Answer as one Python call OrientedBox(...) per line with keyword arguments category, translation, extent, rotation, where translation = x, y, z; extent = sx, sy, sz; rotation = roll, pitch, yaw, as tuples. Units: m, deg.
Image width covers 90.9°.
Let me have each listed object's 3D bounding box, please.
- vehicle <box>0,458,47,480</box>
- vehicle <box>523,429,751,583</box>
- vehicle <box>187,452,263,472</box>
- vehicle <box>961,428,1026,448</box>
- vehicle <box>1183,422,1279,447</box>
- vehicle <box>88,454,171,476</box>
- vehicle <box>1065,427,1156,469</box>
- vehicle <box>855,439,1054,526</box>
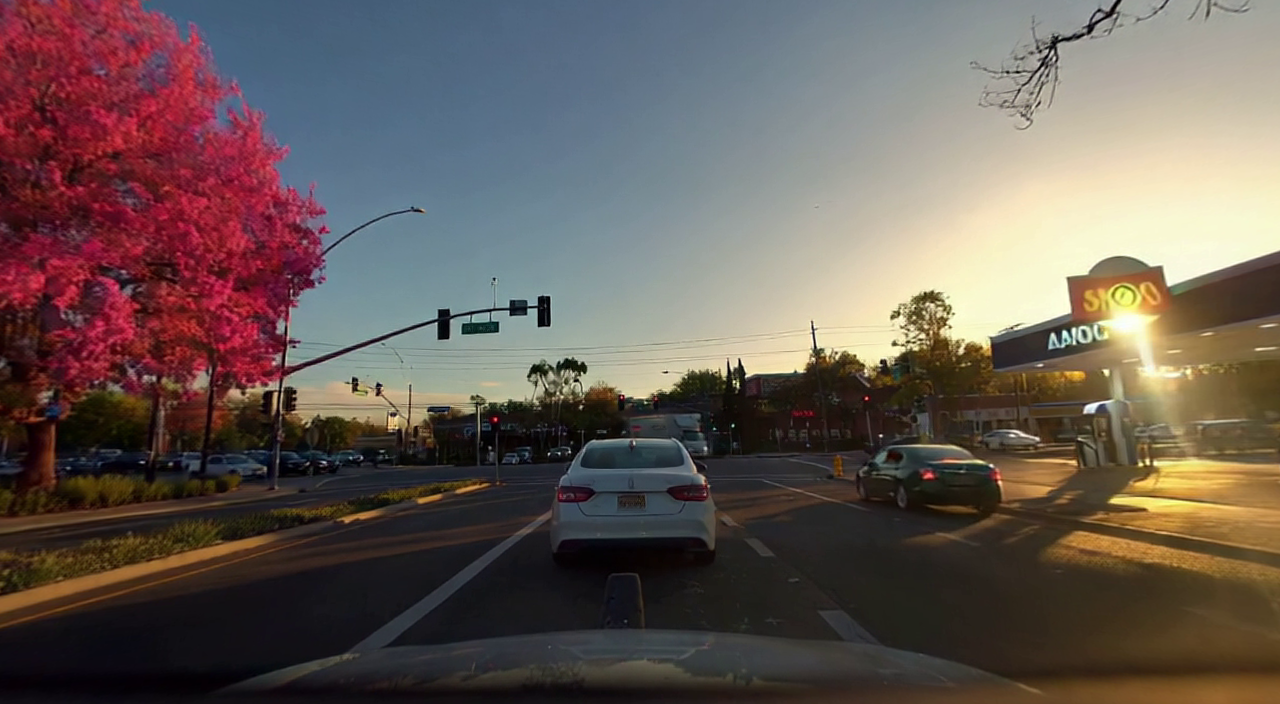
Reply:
OrientedBox(category="vehicle", translation=(-44.680, 8.220, 44.245), extent=(4.368, 1.419, 1.959), rotation=(-1, -8, 7))
OrientedBox(category="vehicle", translation=(-0.051, 1.800, 8.228), extent=(2.213, 1.482, 4.057), rotation=(0, -8, -1))
OrientedBox(category="vehicle", translation=(-30.882, 8.178, 46.958), extent=(4.466, 1.438, 1.837), rotation=(-1, -8, 5))
OrientedBox(category="vehicle", translation=(27.730, 6.783, 49.539), extent=(3.968, 1.572, 1.740), rotation=(0, -8, 2))
OrientedBox(category="vehicle", translation=(42.520, 5.955, 45.340), extent=(4.664, 1.728, 2.171), rotation=(-1, -8, 5))
OrientedBox(category="vehicle", translation=(-36.488, 8.069, 45.074), extent=(4.609, 1.465, 1.944), rotation=(-2, -8, 11))
OrientedBox(category="vehicle", translation=(18.576, 3.755, 24.814), extent=(4.300, 1.495, 2.053), rotation=(8, -12, -44))
OrientedBox(category="vehicle", translation=(6.311, 2.638, 13.373), extent=(1.942, 1.511, 4.390), rotation=(0, -8, 0))
